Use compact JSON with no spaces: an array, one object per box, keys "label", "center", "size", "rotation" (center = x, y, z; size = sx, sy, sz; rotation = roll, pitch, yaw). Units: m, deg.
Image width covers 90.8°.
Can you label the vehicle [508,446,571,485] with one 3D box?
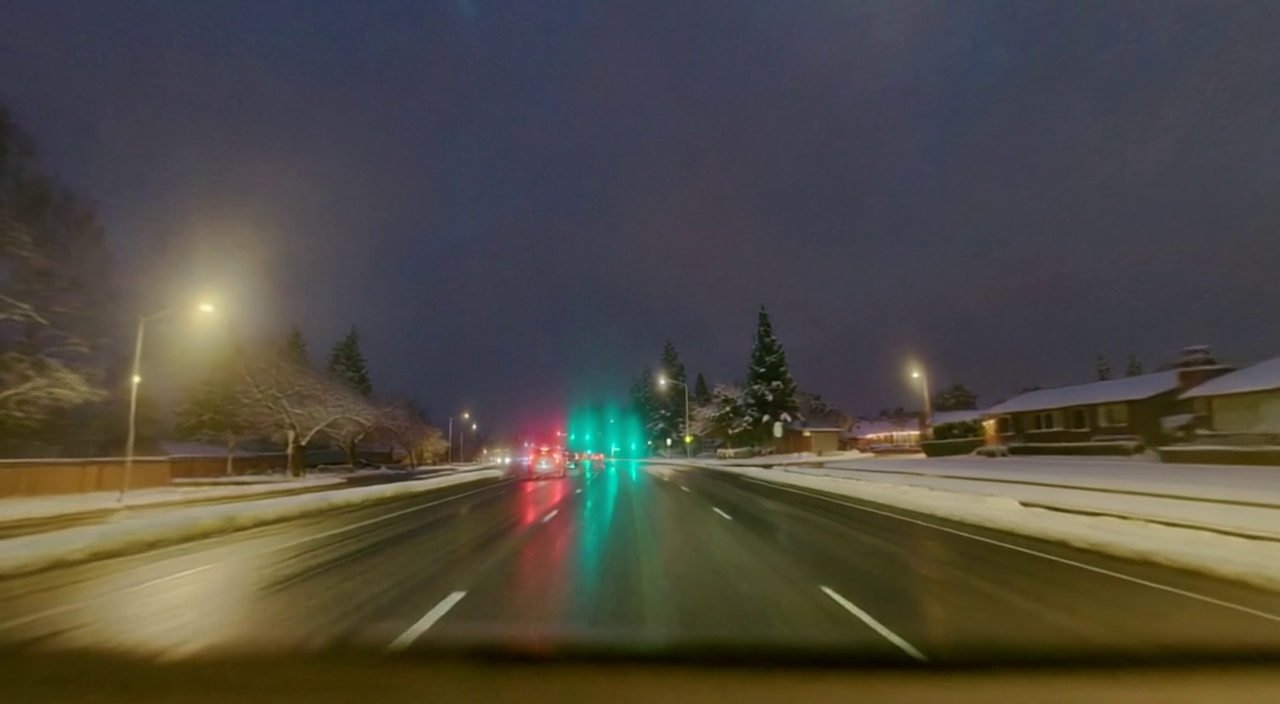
[{"label":"vehicle","center":[-4.196,4.810,27.174],"size":[2.108,1.475,4.555],"rotation":[0,-8,-2]}]
